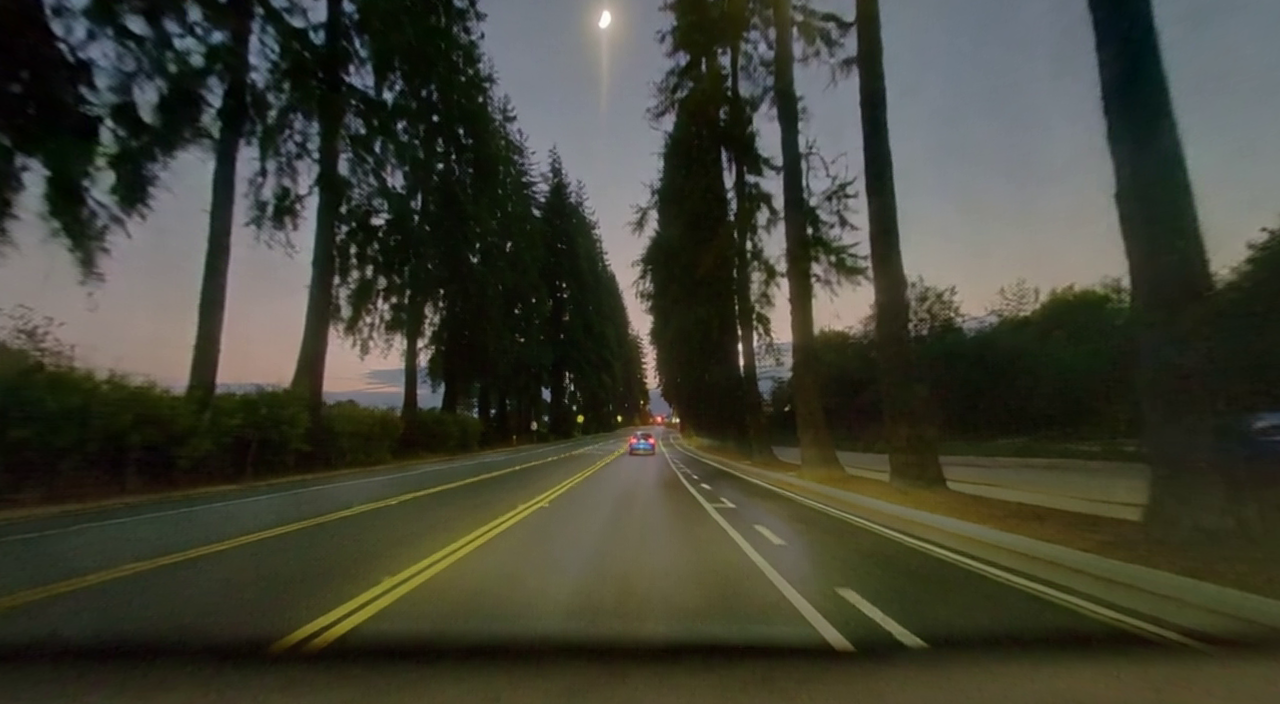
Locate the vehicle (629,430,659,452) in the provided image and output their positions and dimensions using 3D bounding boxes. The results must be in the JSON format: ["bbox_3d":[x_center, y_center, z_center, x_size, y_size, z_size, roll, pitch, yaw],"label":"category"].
[{"bbox_3d":[0.309,6.465,45.827,2.067,1.486,3.861,0,-8,1],"label":"vehicle"}]
